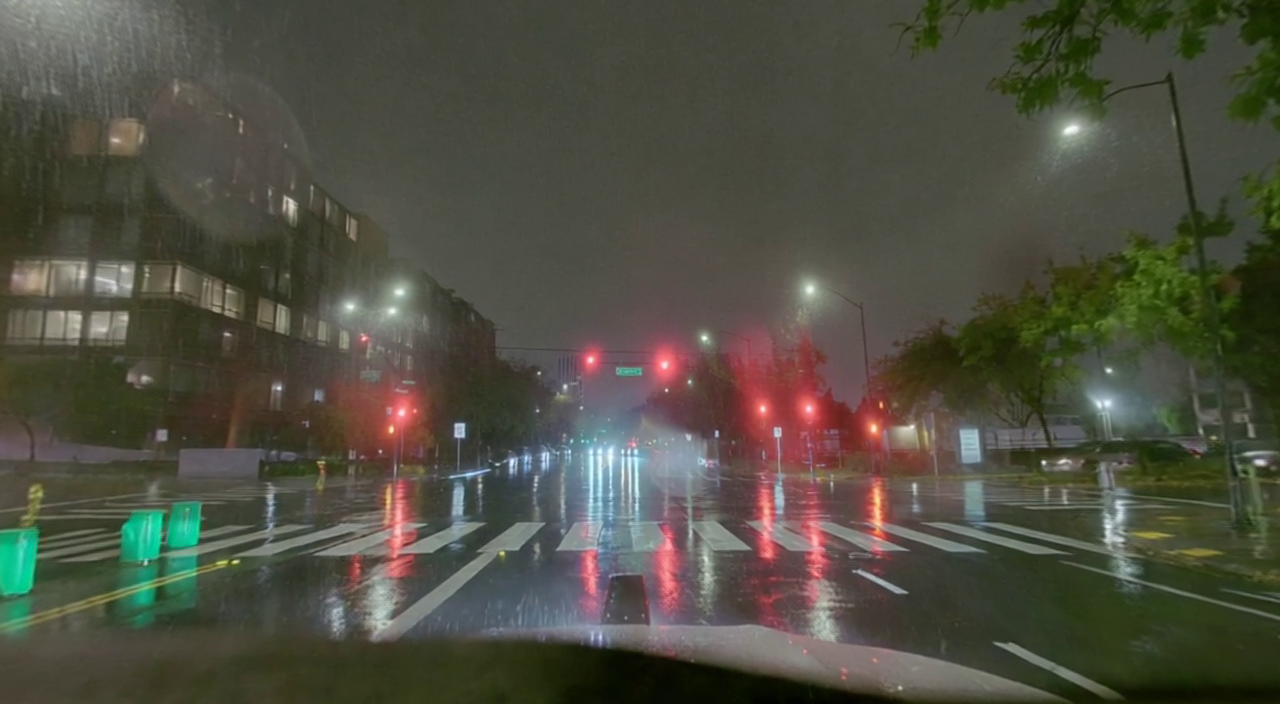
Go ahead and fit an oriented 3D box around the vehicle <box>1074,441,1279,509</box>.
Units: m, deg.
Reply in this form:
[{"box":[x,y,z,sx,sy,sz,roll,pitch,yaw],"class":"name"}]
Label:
[{"box":[12.975,2.800,14.574,4.424,1.436,1.804,-1,-9,5],"class":"vehicle"}]
